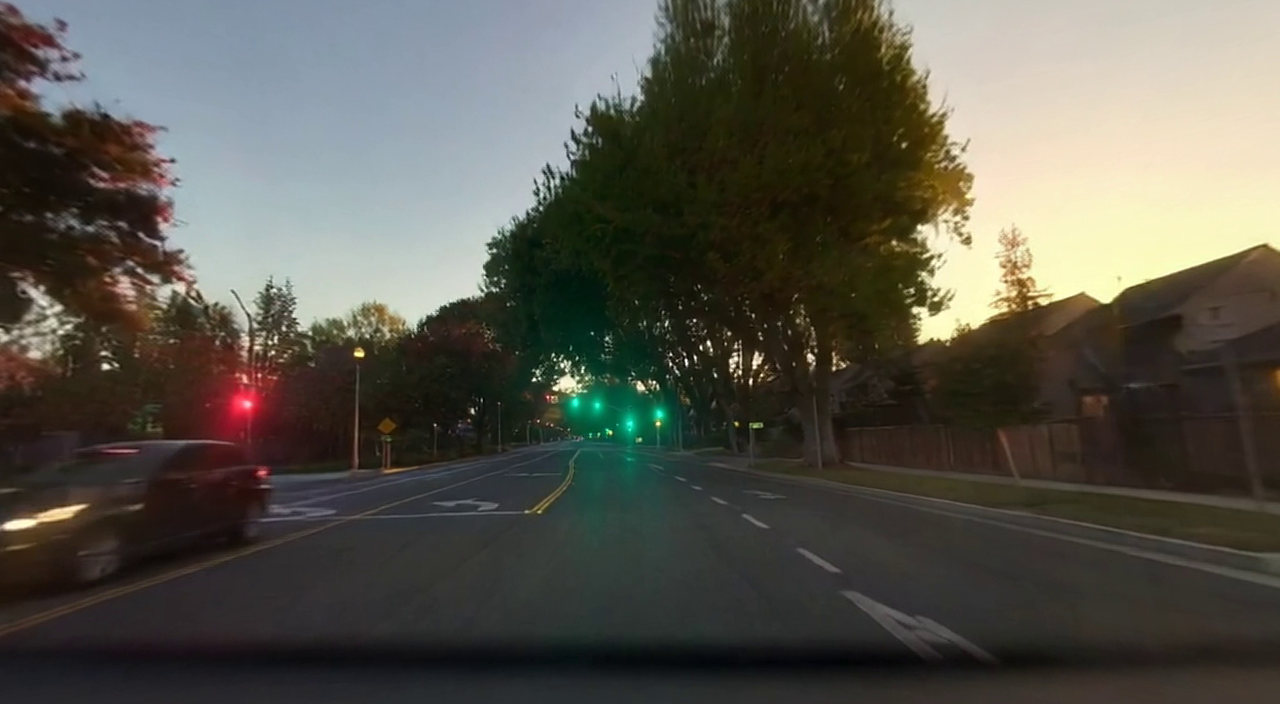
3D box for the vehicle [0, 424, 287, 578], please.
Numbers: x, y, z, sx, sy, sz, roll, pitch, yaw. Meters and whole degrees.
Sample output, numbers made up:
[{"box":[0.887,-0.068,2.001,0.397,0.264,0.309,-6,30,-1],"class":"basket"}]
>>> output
[{"box":[-7.857,2.099,9.801,2.175,1.796,4.605,0,-8,-2],"class":"vehicle"}]
